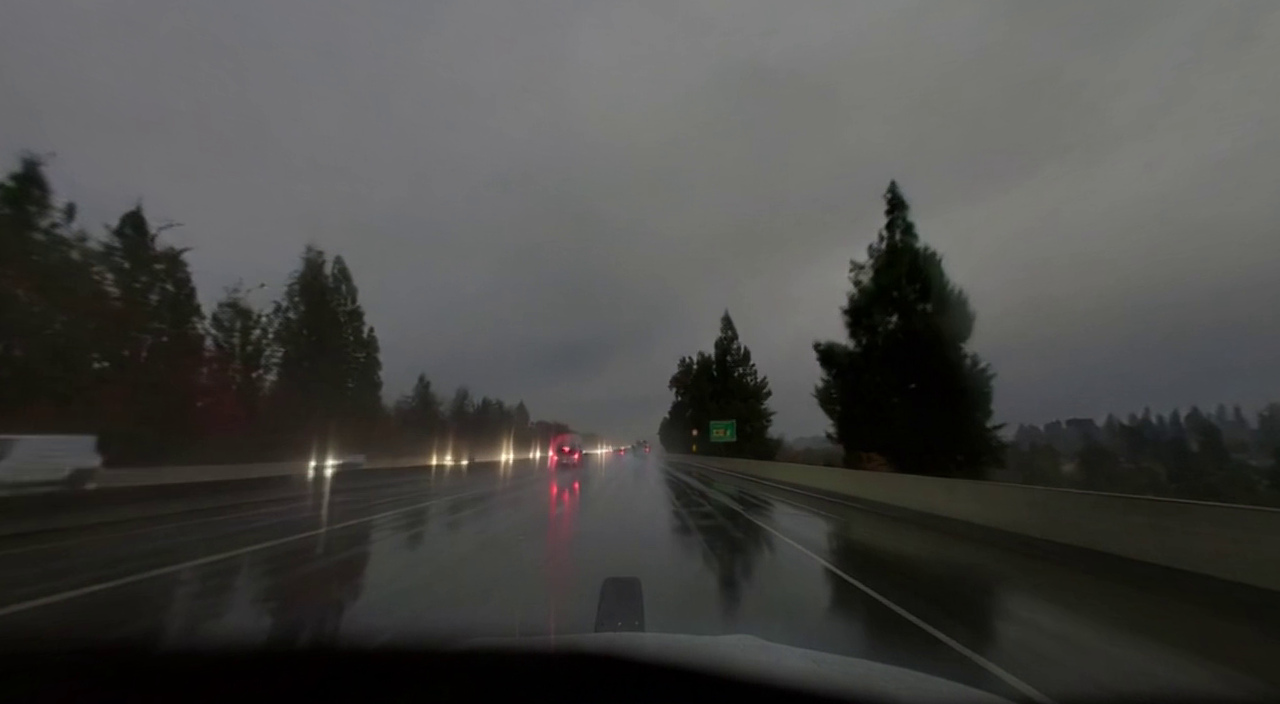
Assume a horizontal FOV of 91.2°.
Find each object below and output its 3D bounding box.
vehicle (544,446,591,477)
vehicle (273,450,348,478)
[{"bbox_3d":[-3.704,5.670,32.713,1.933,1.497,3.973,0,-9,0],"label":"vehicle"},{"bbox_3d":[-19.447,6.596,37.257,1.977,1.541,4.395,0,-9,1],"label":"vehicle"}]
